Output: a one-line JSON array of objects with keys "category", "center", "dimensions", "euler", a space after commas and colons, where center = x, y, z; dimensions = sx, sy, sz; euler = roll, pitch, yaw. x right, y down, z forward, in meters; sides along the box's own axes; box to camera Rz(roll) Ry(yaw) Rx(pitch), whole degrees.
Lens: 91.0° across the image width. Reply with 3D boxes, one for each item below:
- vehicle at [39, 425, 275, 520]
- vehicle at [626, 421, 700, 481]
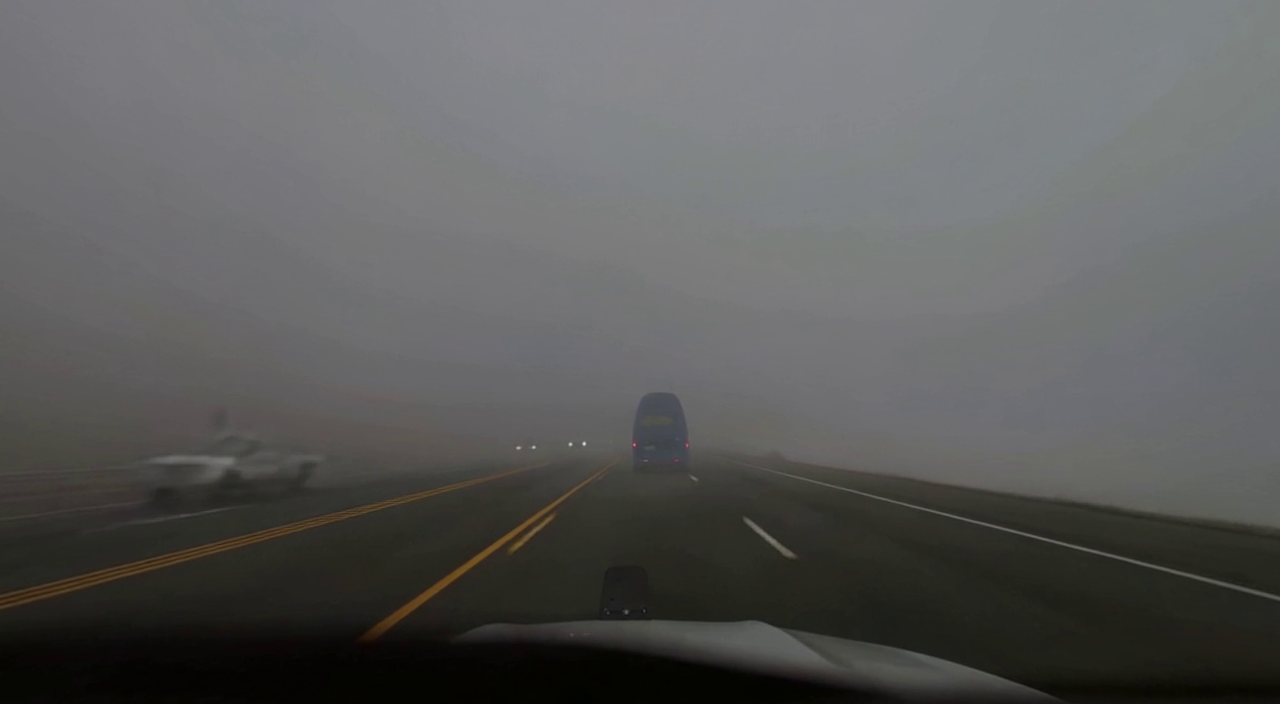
[{"category": "vehicle", "center": [-10.860, 2.703, 14.673], "dimensions": [2.023, 1.876, 4.204], "euler": [0, -8, 2]}, {"category": "vehicle", "center": [0.857, 3.665, 23.513], "dimensions": [2.469, 2.027, 4.554], "euler": [0, -8, 2]}]
